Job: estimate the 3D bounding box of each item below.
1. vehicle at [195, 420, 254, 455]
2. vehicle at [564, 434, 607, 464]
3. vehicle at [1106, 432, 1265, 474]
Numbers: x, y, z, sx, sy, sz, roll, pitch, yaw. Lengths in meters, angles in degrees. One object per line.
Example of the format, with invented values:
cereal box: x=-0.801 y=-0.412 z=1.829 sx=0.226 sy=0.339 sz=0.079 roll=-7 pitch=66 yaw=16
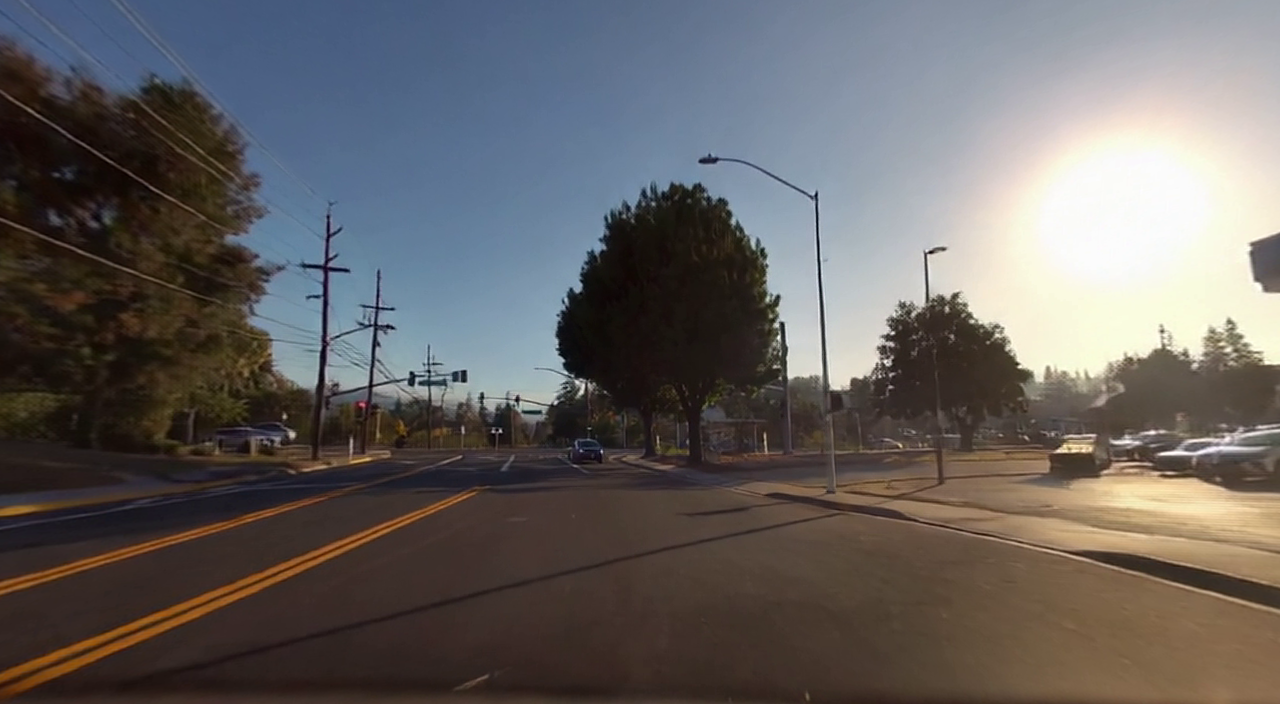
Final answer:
vehicle: x=-31.043 y=6.435 z=46.903 sx=2.427 sy=2.514 sz=2.560 roll=-4 pitch=-10 yaw=23
vehicle: x=-3.638 y=6.401 z=41.436 sx=2.300 sy=1.868 sz=4.690 roll=2 pitch=-9 yaw=-11
vehicle: x=20.393 y=3.782 z=23.534 sx=4.661 sy=1.476 sz=1.943 roll=2 pitch=-9 yaw=-12
